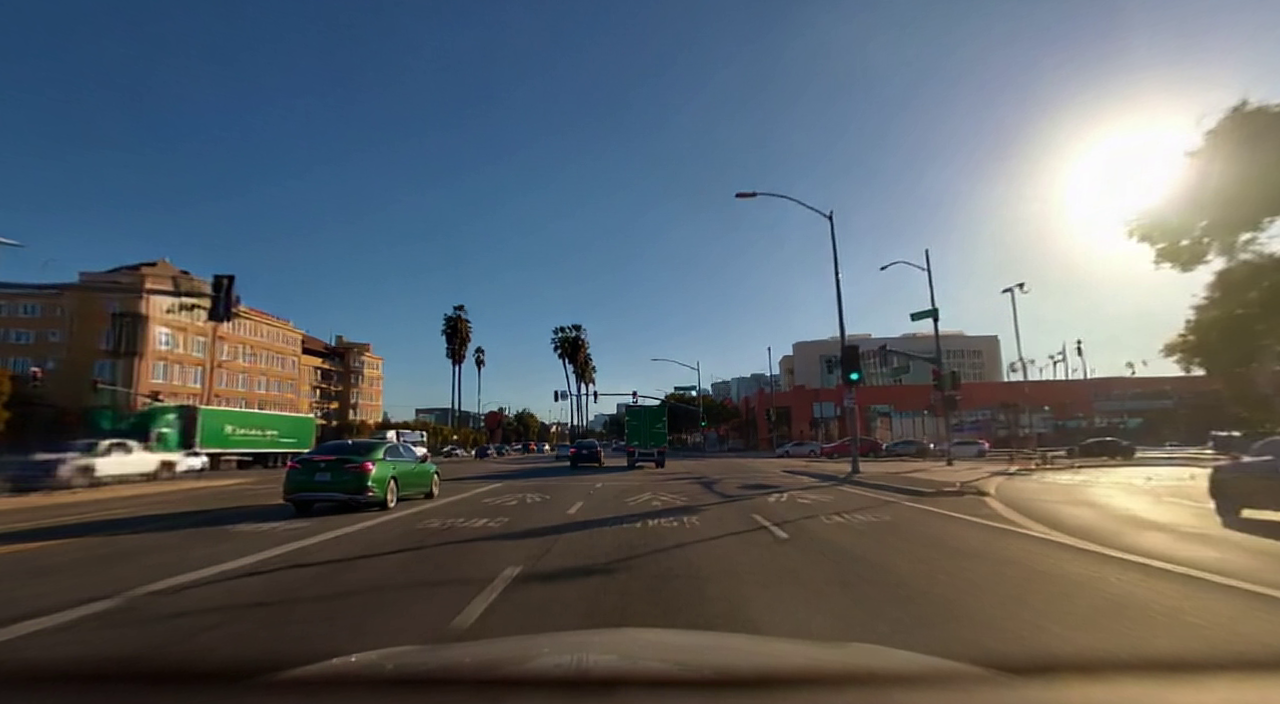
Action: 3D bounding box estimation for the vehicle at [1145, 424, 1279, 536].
[{"bbox_3d":[9.851,1.842,9.200,1.961,1.502,4.541,-2,-9,14],"label":"vehicle"}]

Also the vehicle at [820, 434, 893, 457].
[{"bbox_3d":[17.173,7.436,49.993,5.039,1.744,2.043,0,-9,0],"label":"vehicle"}]

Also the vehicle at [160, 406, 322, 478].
[{"bbox_3d":[-25.010,5.814,40.524,3.017,3.971,11.161,0,-8,0],"label":"vehicle"}]

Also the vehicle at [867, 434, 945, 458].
[{"bbox_3d":[19.649,6.989,46.541,4.831,1.529,1.966,-3,-10,0],"label":"vehicle"}]

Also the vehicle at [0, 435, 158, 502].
[{"bbox_3d":[-18.173,3.639,20.059,2.032,1.885,4.303,0,-8,0],"label":"vehicle"}]

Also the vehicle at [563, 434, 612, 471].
[{"bbox_3d":[-2.794,5.475,34.376,2.178,1.826,4.933,0,-8,1],"label":"vehicle"}]

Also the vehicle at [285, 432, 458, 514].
[{"bbox_3d":[-6.135,2.803,15.119,2.045,1.630,4.680,0,-8,0],"label":"vehicle"}]

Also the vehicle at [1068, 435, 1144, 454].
[{"bbox_3d":[36.713,7.293,49.520,4.337,1.487,1.949,0,-9,1],"label":"vehicle"}]

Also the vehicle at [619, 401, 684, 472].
[{"bbox_3d":[0.593,4.388,32.347,2.993,3.235,6.692,0,-8,1],"label":"vehicle"}]

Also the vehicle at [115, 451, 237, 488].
[{"bbox_3d":[-21.170,5.352,28.941,1.963,1.507,4.713,0,-9,1],"label":"vehicle"}]

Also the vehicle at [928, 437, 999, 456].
[{"bbox_3d":[25.616,7.473,49.782,4.506,1.484,1.928,0,-9,0],"label":"vehicle"}]
